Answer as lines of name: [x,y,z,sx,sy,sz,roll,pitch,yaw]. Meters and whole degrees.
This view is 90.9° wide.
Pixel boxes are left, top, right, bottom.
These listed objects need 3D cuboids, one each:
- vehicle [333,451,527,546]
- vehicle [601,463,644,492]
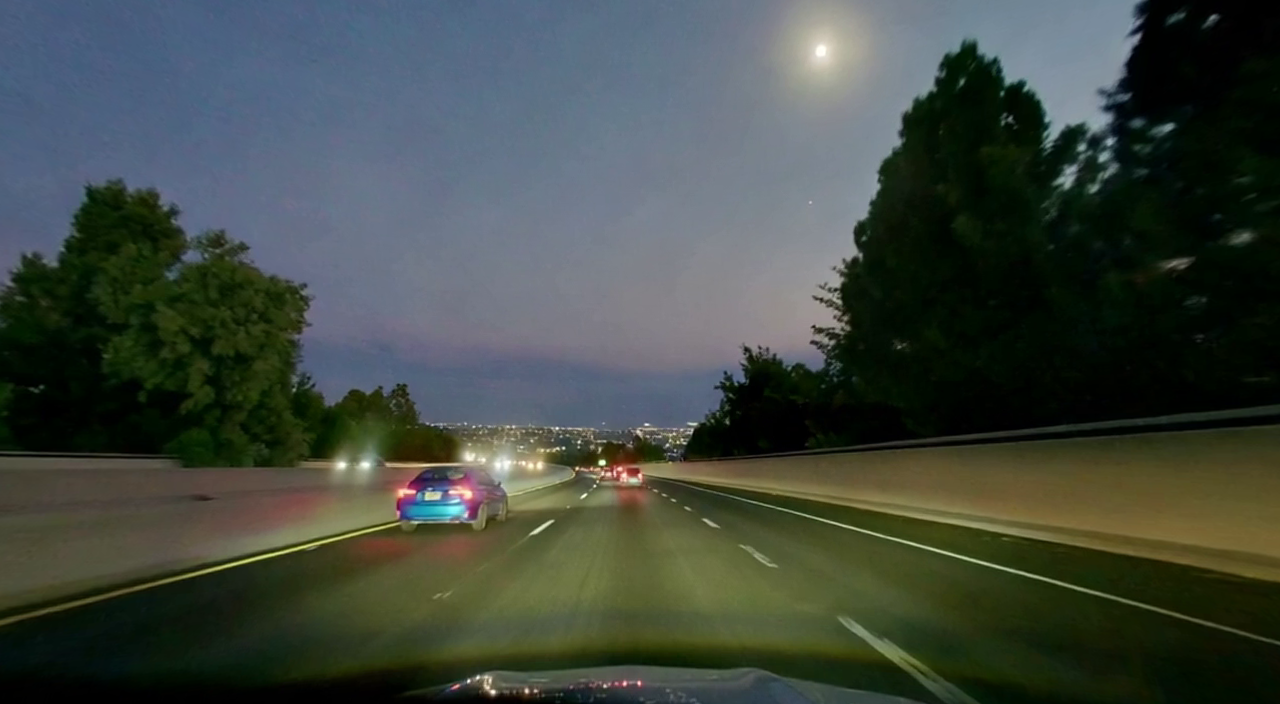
vehicle: [-3.897,2.859,12.811,2.310,1.521,4.731,1,-11,0]
vehicle: [-0.979,7.388,37.277,2.363,1.526,4.687,1,-11,0]
